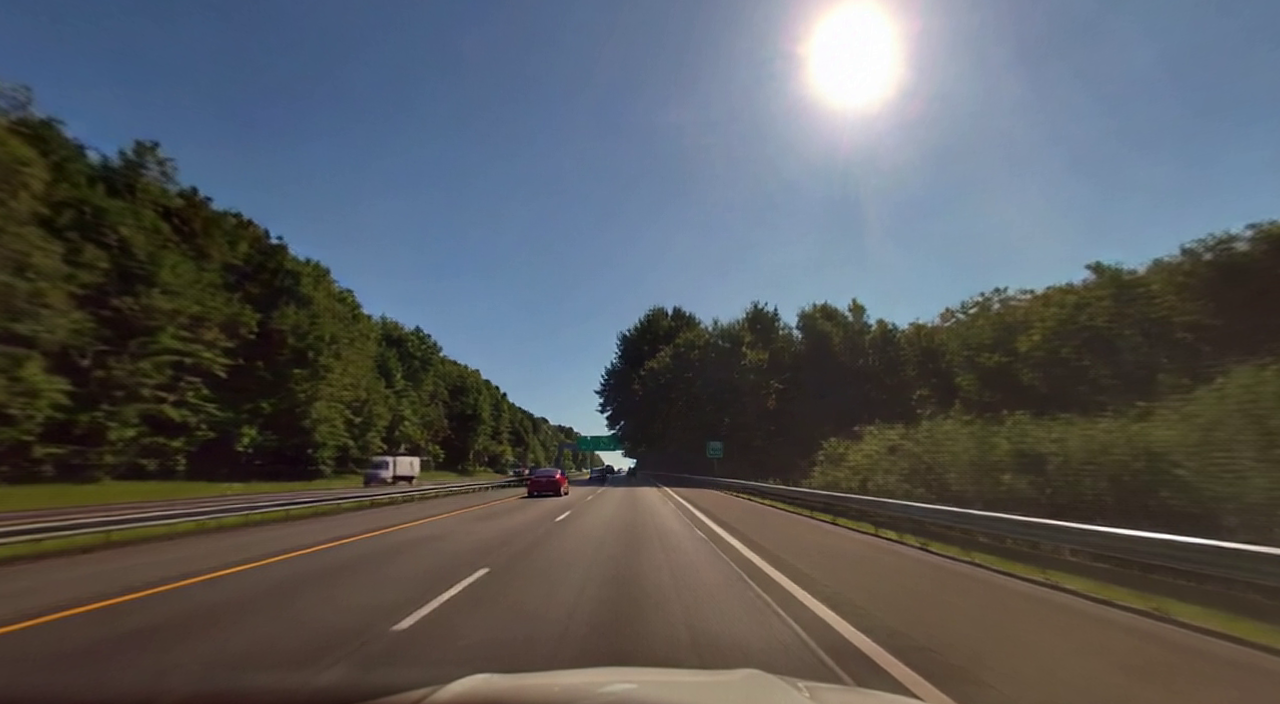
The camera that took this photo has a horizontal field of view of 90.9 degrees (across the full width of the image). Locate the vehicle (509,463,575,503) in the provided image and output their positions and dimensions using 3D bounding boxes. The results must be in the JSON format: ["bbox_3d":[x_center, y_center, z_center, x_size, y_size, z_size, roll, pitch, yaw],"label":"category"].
[{"bbox_3d":[-4.038,5.488,26.666,1.995,1.467,4.467,1,-10,1],"label":"vehicle"}]
